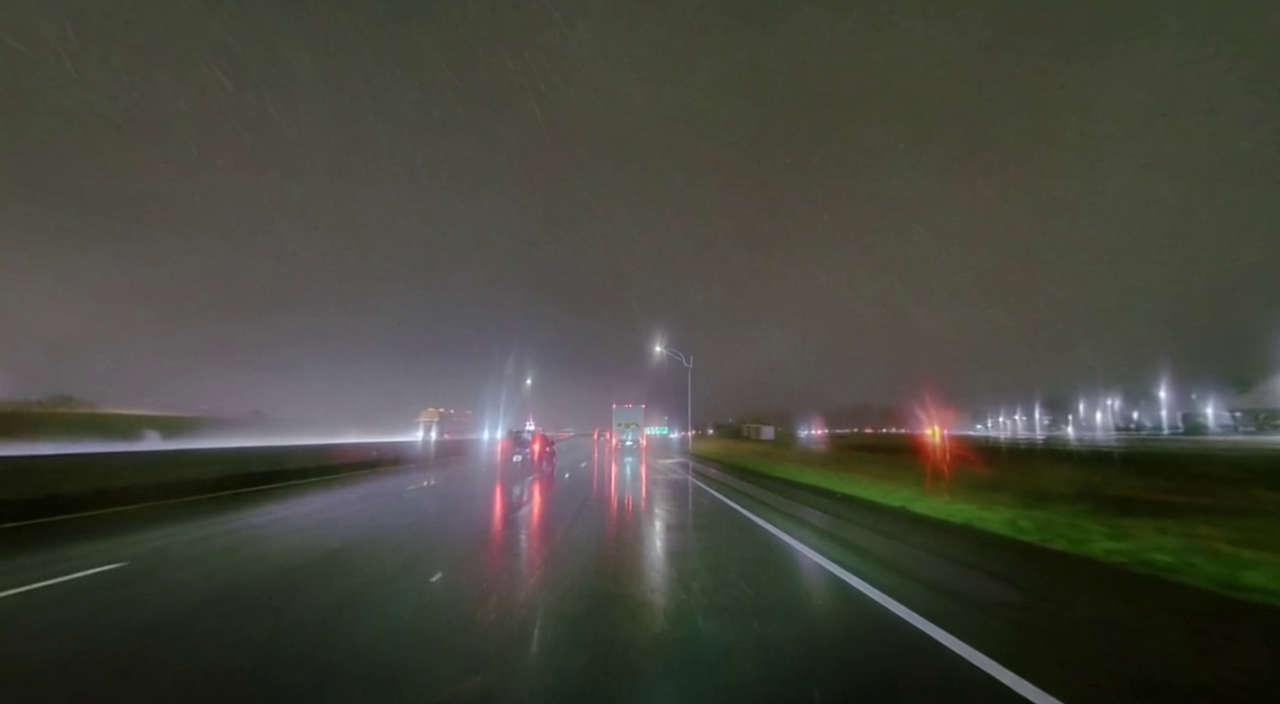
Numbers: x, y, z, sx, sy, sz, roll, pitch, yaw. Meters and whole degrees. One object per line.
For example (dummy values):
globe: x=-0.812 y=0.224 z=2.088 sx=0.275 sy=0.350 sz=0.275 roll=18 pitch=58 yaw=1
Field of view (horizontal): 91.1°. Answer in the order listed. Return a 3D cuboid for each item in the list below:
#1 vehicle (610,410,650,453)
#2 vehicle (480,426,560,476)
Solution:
vehicle: x=-0.794 y=5.464 z=43.091 sx=2.418 sy=2.704 sz=6.445 roll=0 pitch=-8 yaw=-4
vehicle: x=-3.922 y=3.304 z=21.183 sx=1.955 sy=1.508 sz=3.996 roll=0 pitch=-8 yaw=-1
